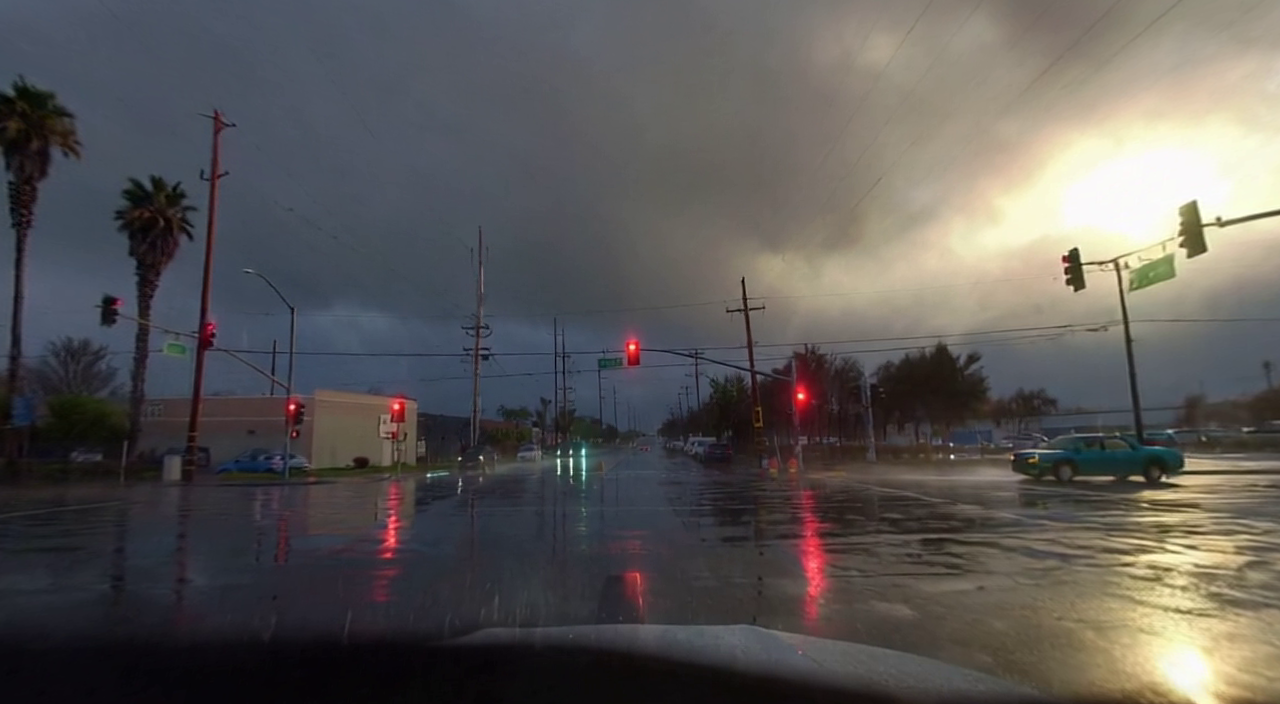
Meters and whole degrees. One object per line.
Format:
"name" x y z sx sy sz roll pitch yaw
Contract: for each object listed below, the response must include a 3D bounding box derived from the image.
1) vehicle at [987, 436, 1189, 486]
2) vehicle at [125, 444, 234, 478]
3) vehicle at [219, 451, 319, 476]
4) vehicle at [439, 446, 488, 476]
"vehicle" 14.284 3.491 20.431 4.918 1.479 1.897 -1 -9 7
"vehicle" -25.920 6.142 35.675 4.613 1.820 2.021 -1 -9 4
"vehicle" -22.297 6.699 38.063 4.849 1.444 1.881 0 -9 1
"vehicle" -11.948 7.380 42.968 2.016 1.717 4.287 0 -6 1
